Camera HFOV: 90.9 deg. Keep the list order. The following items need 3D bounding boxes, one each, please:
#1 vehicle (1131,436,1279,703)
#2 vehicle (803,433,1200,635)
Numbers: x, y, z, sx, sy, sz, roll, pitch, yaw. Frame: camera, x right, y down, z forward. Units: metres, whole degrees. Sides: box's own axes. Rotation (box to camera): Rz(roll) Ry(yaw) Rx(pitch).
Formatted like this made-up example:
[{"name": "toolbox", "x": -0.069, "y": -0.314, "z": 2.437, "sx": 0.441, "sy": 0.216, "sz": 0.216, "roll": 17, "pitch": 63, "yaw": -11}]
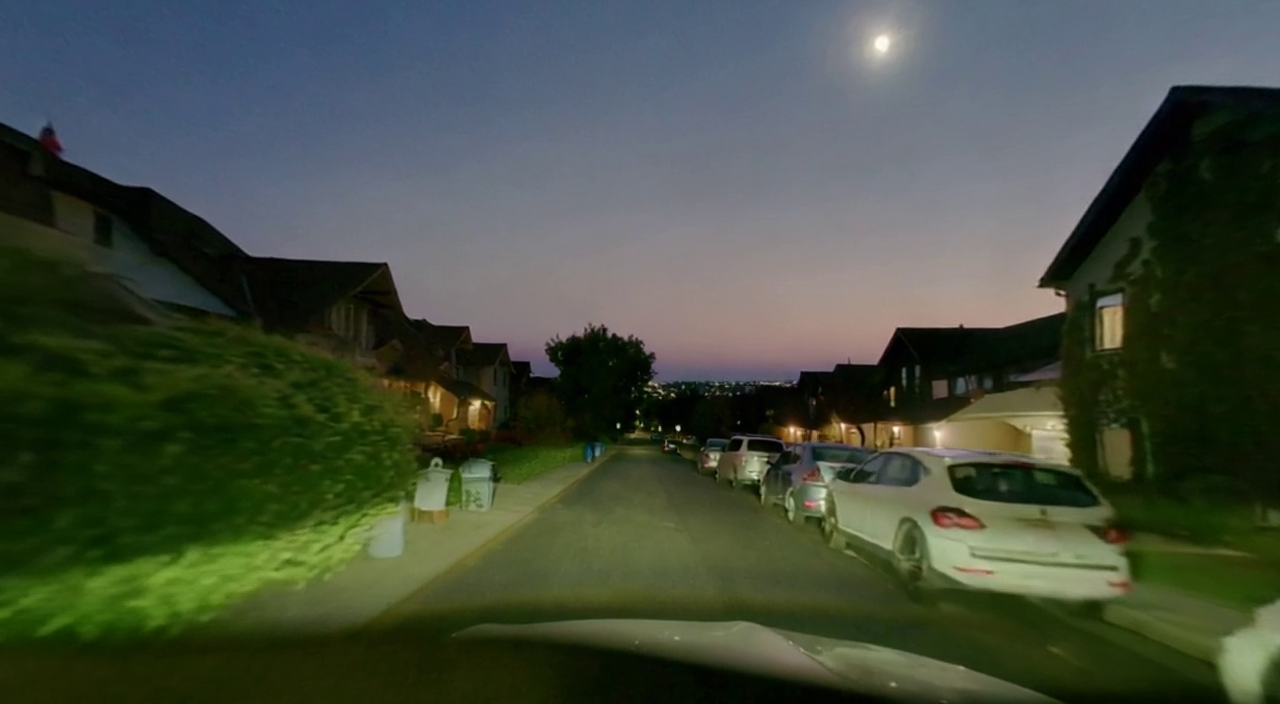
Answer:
[{"name": "vehicle", "x": 3.283, "y": 0.867, "z": 0.995, "sx": 1.759, "sy": 1.464, "sz": 3.993, "roll": 0, "pitch": -8, "yaw": 0}, {"name": "vehicle", "x": 3.206, "y": 1.619, "z": 6.591, "sx": 2.036, "sy": 1.510, "sz": 3.505, "roll": 0, "pitch": -8, "yaw": 0}]
